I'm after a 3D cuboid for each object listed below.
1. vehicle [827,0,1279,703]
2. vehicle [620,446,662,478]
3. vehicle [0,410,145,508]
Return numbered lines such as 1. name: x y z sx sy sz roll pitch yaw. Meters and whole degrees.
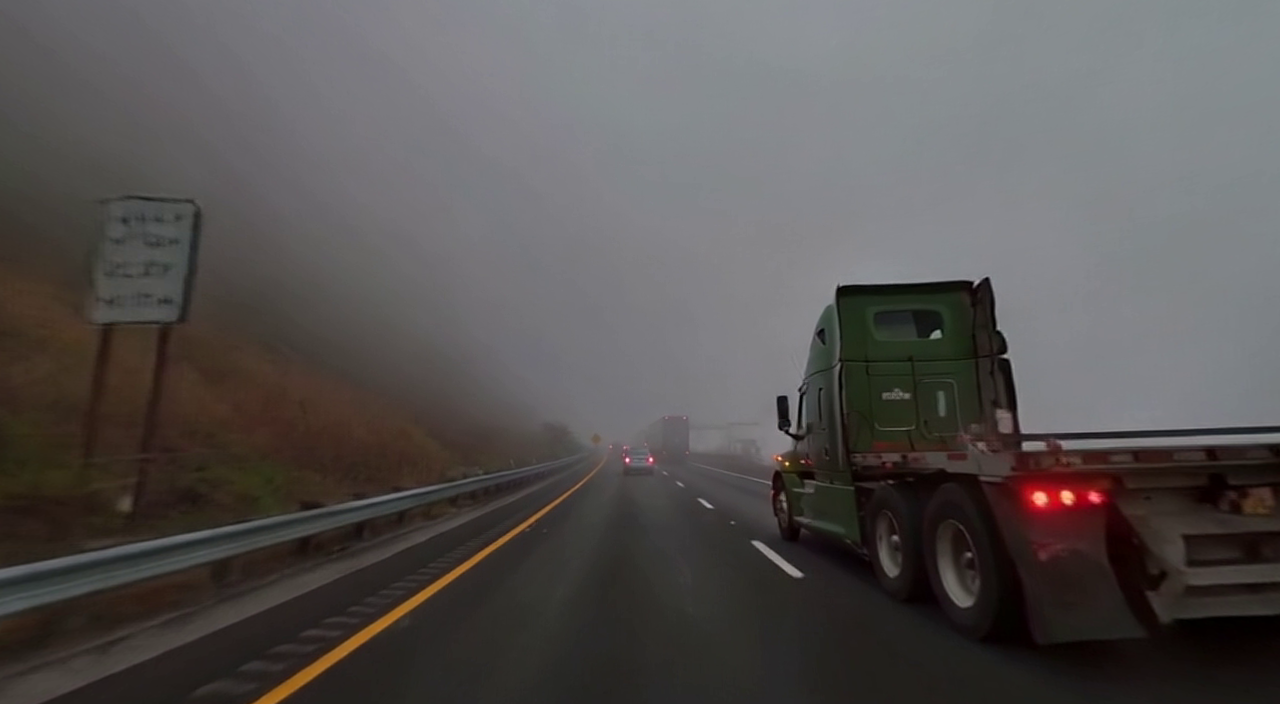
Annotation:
1. vehicle: 3.641 -0.536 0.453 2.874 4.065 14.243 0 -9 1
2. vehicle: 0.016 5.312 30.611 1.927 1.437 3.794 0 -9 -1
3. vehicle: -12.761 2.158 12.806 2.012 1.783 4.216 0 -9 -1
